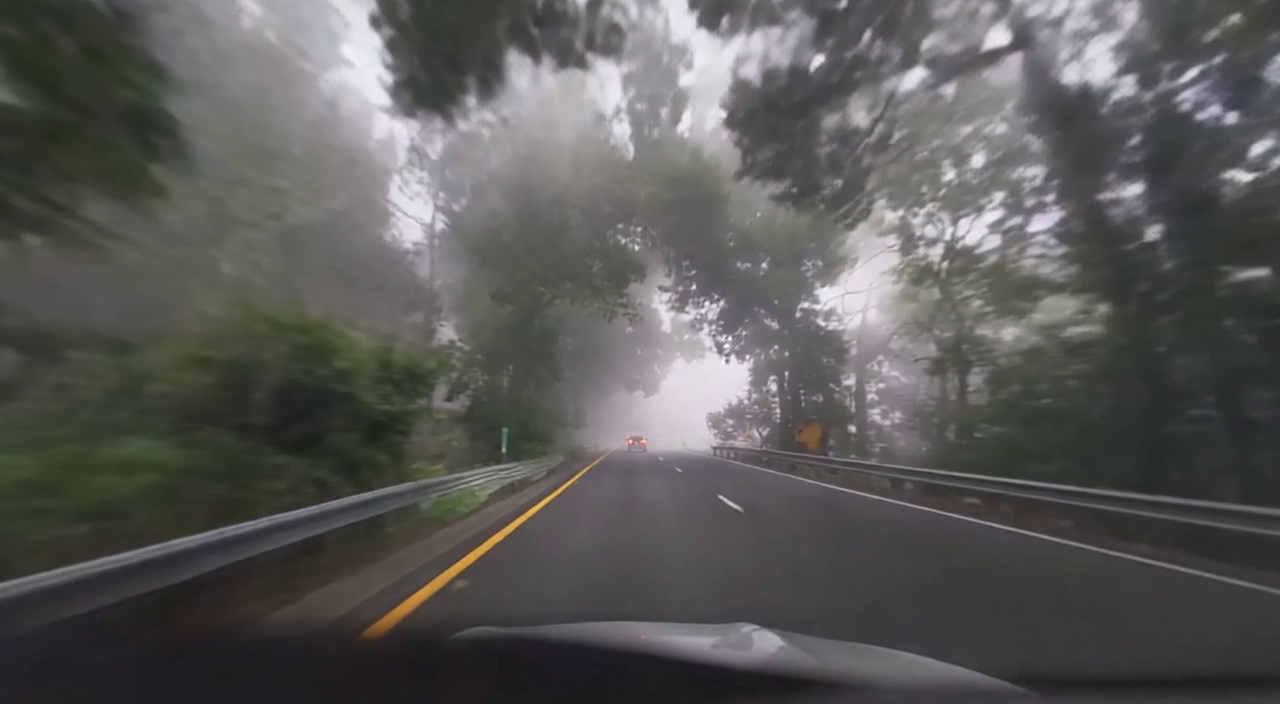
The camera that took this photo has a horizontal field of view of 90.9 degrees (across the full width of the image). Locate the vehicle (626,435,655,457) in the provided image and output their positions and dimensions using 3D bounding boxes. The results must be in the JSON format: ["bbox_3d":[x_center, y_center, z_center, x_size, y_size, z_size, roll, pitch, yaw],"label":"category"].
[{"bbox_3d":[-0.014,7.336,49.386,2.094,1.653,4.283,0,-8,-2],"label":"vehicle"}]
